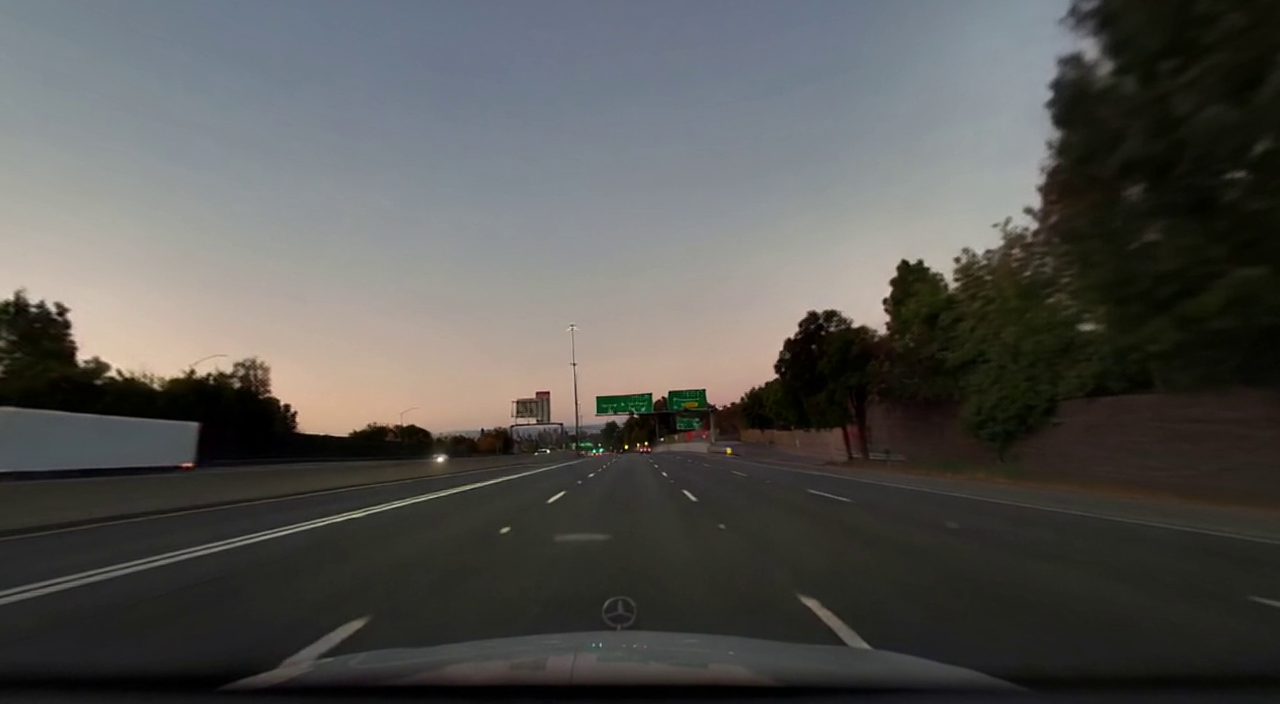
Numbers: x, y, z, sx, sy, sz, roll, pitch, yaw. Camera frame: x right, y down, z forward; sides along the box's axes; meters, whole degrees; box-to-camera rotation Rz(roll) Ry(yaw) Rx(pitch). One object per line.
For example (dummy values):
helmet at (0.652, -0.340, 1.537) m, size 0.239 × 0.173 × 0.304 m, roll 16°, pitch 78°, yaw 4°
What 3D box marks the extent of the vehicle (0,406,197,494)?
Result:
vehicle at (-30.644, 5.409, 35.018) m, size 2.821 × 3.960 × 12.894 m, roll 0°, pitch -9°, yaw 0°
